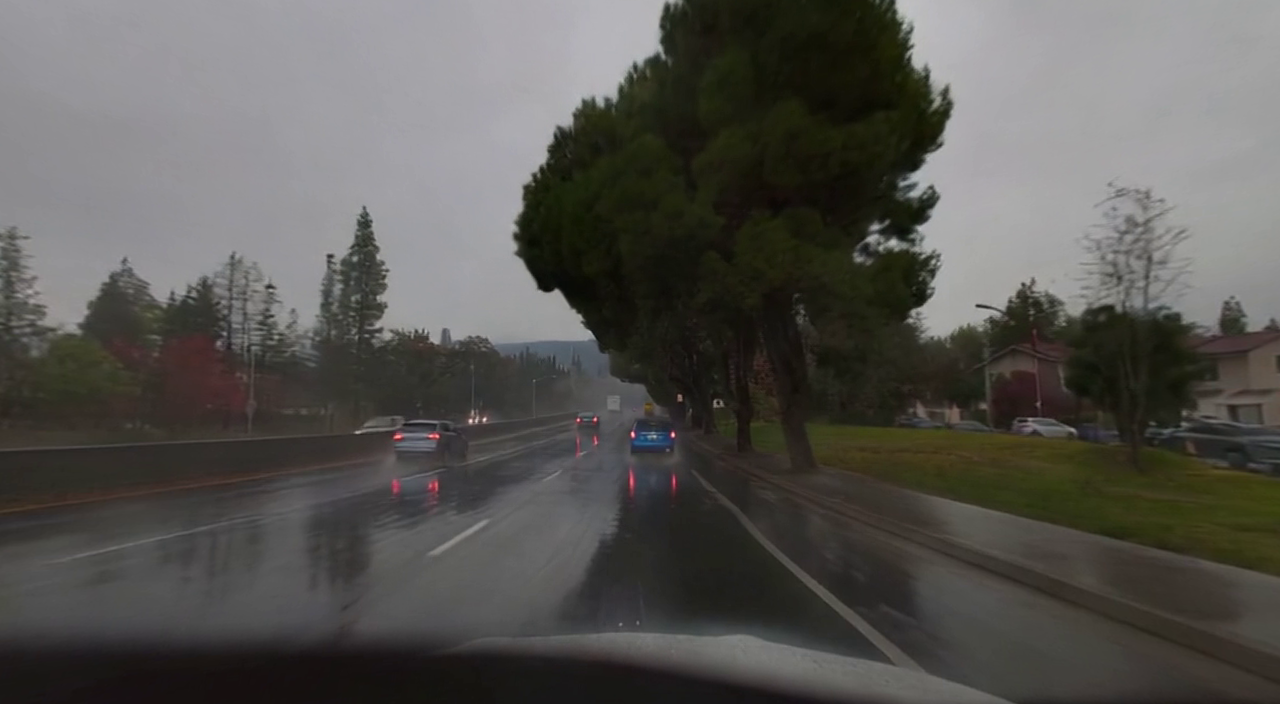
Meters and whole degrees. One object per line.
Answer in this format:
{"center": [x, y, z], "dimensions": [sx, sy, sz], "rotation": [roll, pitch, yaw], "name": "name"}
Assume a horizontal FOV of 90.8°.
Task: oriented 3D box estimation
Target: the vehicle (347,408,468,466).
{"center": [-7.440, 2.838, 20.872], "dimensions": [1.997, 1.650, 5.090], "rotation": [0, -8, 1], "name": "vehicle"}

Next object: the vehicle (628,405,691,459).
{"center": [0.688, 3.064, 23.836], "dimensions": [2.125, 1.830, 4.370], "rotation": [0, -8, 1], "name": "vehicle"}

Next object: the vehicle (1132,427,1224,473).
{"center": [22.973, 4.191, 27.167], "dimensions": [2.057, 1.548, 4.150], "rotation": [4, -6, 27], "name": "vehicle"}
